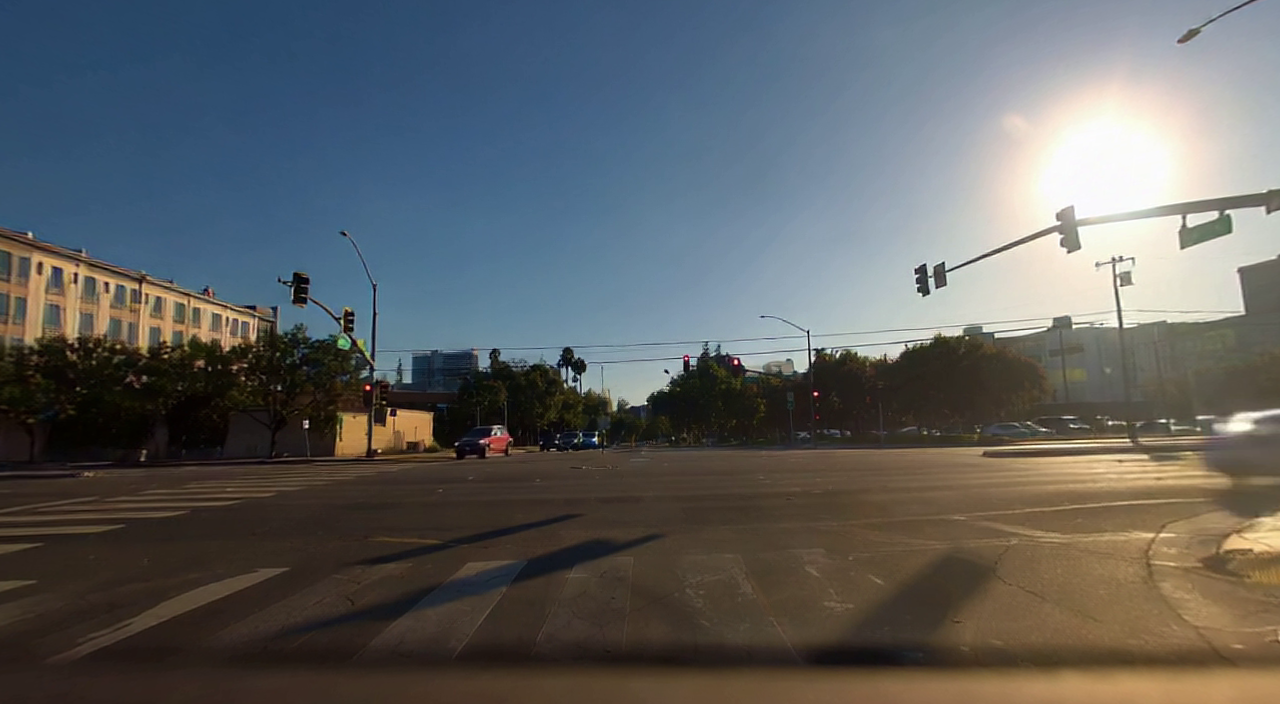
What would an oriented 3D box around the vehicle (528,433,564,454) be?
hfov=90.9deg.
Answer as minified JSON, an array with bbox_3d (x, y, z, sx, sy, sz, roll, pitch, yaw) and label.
[{"bbox_3d":[-7.303,7.164,49.269,2.054,1.536,3.927,0,-9,3],"label":"vehicle"}]

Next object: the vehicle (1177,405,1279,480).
[{"bbox_3d":[16.141,2.137,14.915,5.300,1.584,2.142,1,-9,-9],"label":"vehicle"}]

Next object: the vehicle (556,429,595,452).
[{"bbox_3d":[-4.421,6.175,43.776,1.919,1.467,4.086,-1,-9,5],"label":"vehicle"}]

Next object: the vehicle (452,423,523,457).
[{"bbox_3d":[-8.996,5.272,37.713,2.000,1.864,5.044,-2,-9,13],"label":"vehicle"}]
